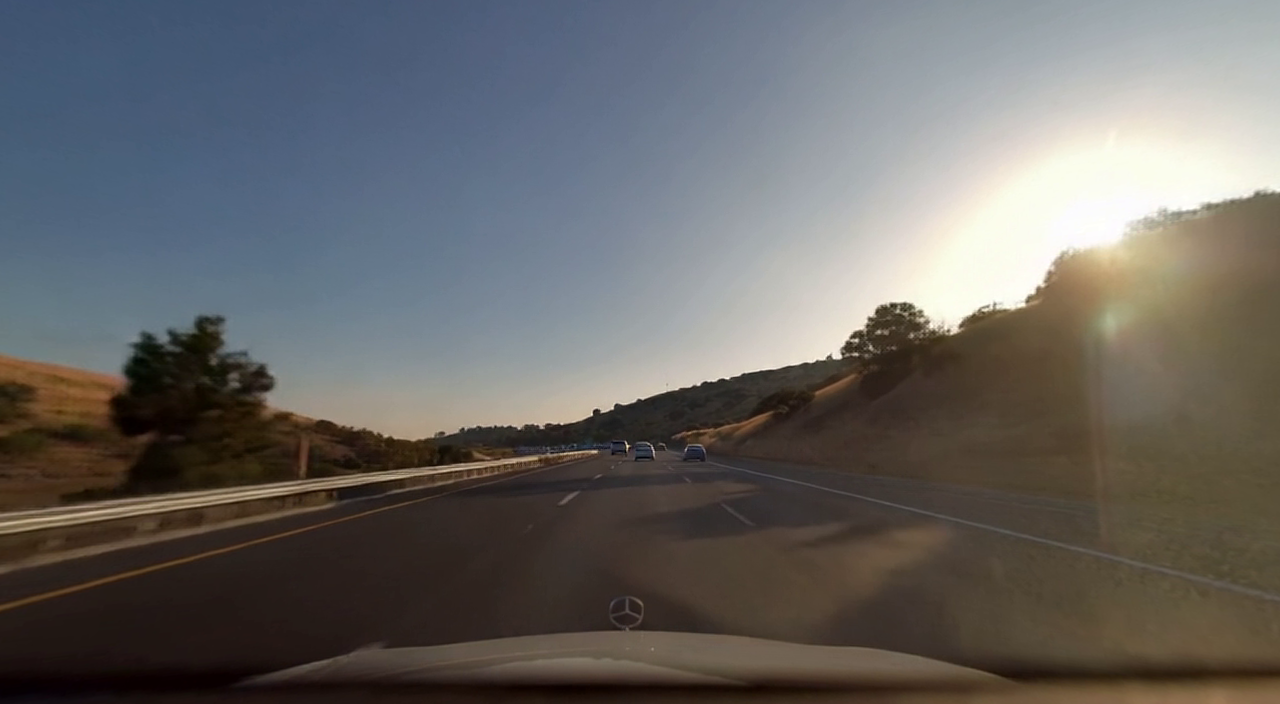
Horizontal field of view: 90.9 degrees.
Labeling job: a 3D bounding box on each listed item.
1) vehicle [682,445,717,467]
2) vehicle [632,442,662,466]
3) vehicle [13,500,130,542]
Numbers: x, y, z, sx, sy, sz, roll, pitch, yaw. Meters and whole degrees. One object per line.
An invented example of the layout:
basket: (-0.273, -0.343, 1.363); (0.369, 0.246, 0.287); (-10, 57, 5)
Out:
vehicle: (3.861, 6.809, 41.386); (1.976, 1.352, 3.602); (0, -8, 0)
vehicle: (0.466, 7.208, 44.912); (1.986, 1.576, 4.312); (0, -8, 0)
vehicle: (-31.582, 9.398, 35.281); (1.982, 1.708, 4.819); (0, -8, 1)
